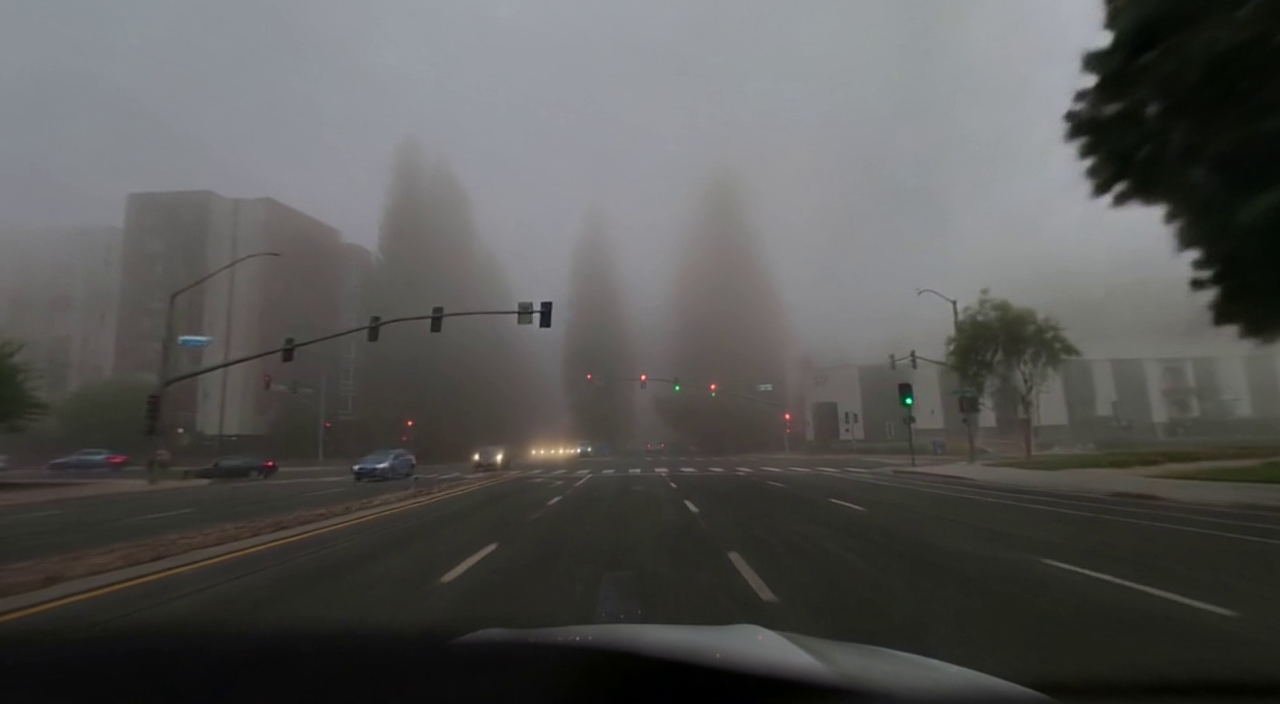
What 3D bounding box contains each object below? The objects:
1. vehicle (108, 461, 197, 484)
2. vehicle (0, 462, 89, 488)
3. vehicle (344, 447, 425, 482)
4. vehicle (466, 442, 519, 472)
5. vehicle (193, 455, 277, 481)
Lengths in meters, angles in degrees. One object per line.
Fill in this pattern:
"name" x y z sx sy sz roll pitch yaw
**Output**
"vehicle" -32.424 8.007 42.086 4.528 1.451 1.844 -1 -8 4
"vehicle" -39.880 8.221 42.277 4.110 1.576 1.853 0 -8 0
"vehicle" -11.990 5.280 29.995 1.952 1.478 4.521 0 -8 0
"vehicle" -8.895 6.365 38.502 2.140 1.685 4.571 0 -8 0
"vehicle" -26.207 7.492 40.919 4.464 1.599 2.014 -3 -9 15
